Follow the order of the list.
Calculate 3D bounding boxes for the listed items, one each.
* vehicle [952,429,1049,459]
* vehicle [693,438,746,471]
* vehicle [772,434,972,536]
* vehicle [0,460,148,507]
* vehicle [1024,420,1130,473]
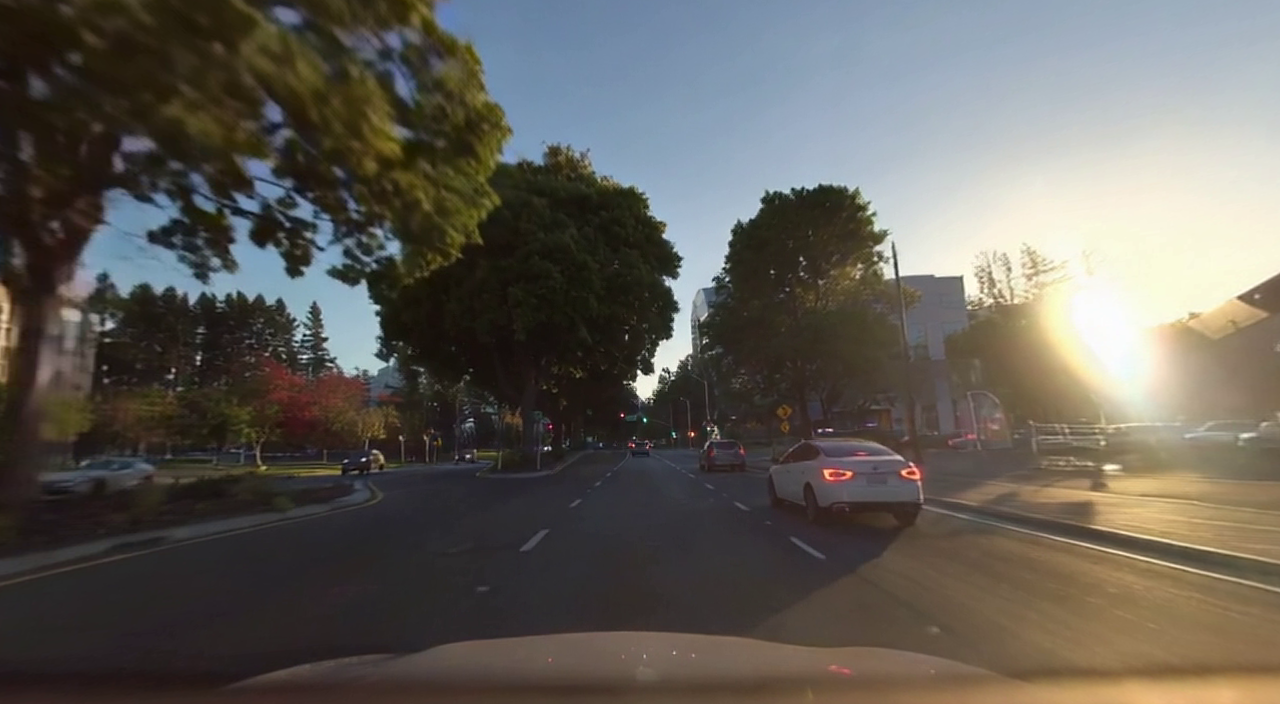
[{"bbox_3d":[24.751,6.319,43.425,5.353,1.740,1.868,-4,-7,3],"label":"vehicle"},{"bbox_3d":[3.851,5.071,31.397,1.939,1.474,4.716,0,-8,-1],"label":"vehicle"},{"bbox_3d":[3.799,2.233,11.267,1.872,1.431,4.270,0,-8,-1],"label":"vehicle"},{"bbox_3d":[-21.641,4.985,24.353,1.832,1.496,4.458,0,-8,-3],"label":"vehicle"},{"bbox_3d":[14.989,3.215,21.520,2.165,1.591,4.471,-8,-12,43],"label":"vehicle"}]
